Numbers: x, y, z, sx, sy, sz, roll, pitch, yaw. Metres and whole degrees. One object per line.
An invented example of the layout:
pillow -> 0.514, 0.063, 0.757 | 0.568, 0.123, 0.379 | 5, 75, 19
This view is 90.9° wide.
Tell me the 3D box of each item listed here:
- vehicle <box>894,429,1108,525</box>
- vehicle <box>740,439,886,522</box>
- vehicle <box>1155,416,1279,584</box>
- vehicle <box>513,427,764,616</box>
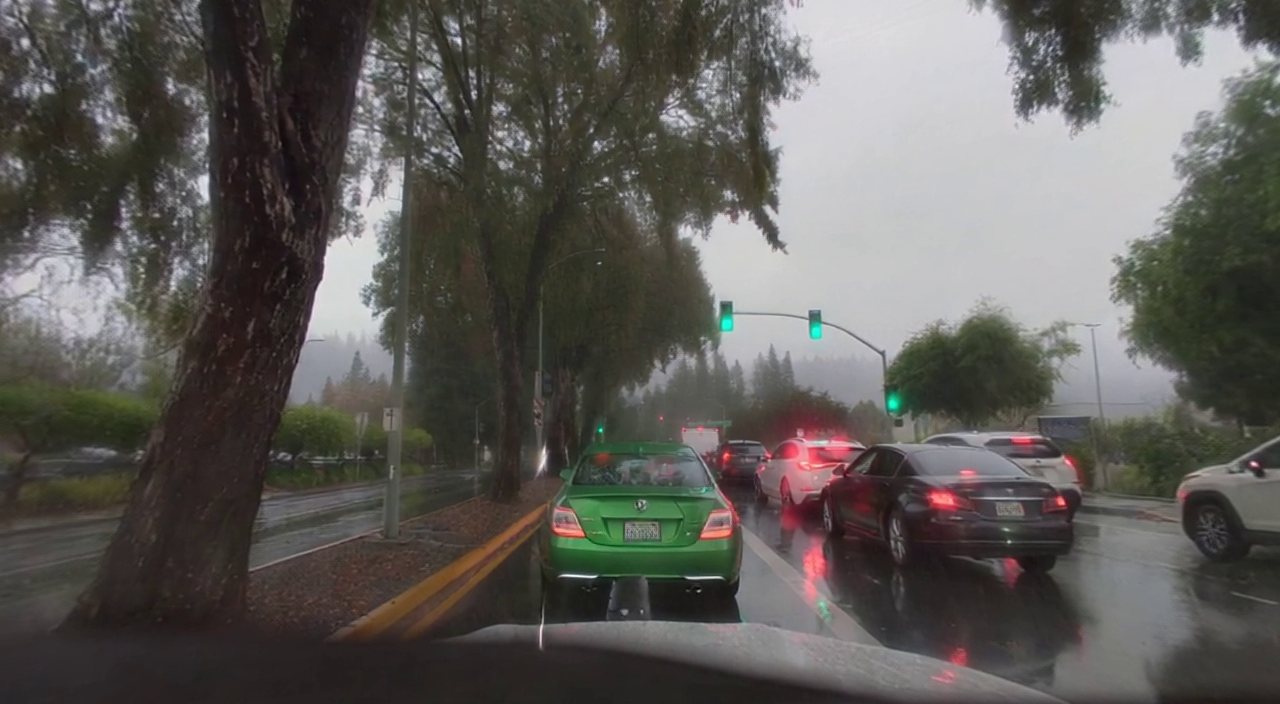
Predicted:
vehicle -> 7.015, 2.464, 12.891 | 1.923, 1.611, 4.094 | 0, -9, 0
vehicle -> 3.538, 2.716, 13.830 | 1.934, 1.494, 4.446 | 0, -9, 0
vehicle -> 6.927, 1.339, 5.582 | 1.783, 1.572, 3.421 | 0, -9, 1
vehicle -> 0.008, 1.680, 7.100 | 2.015, 1.502, 3.898 | 0, -9, 1
